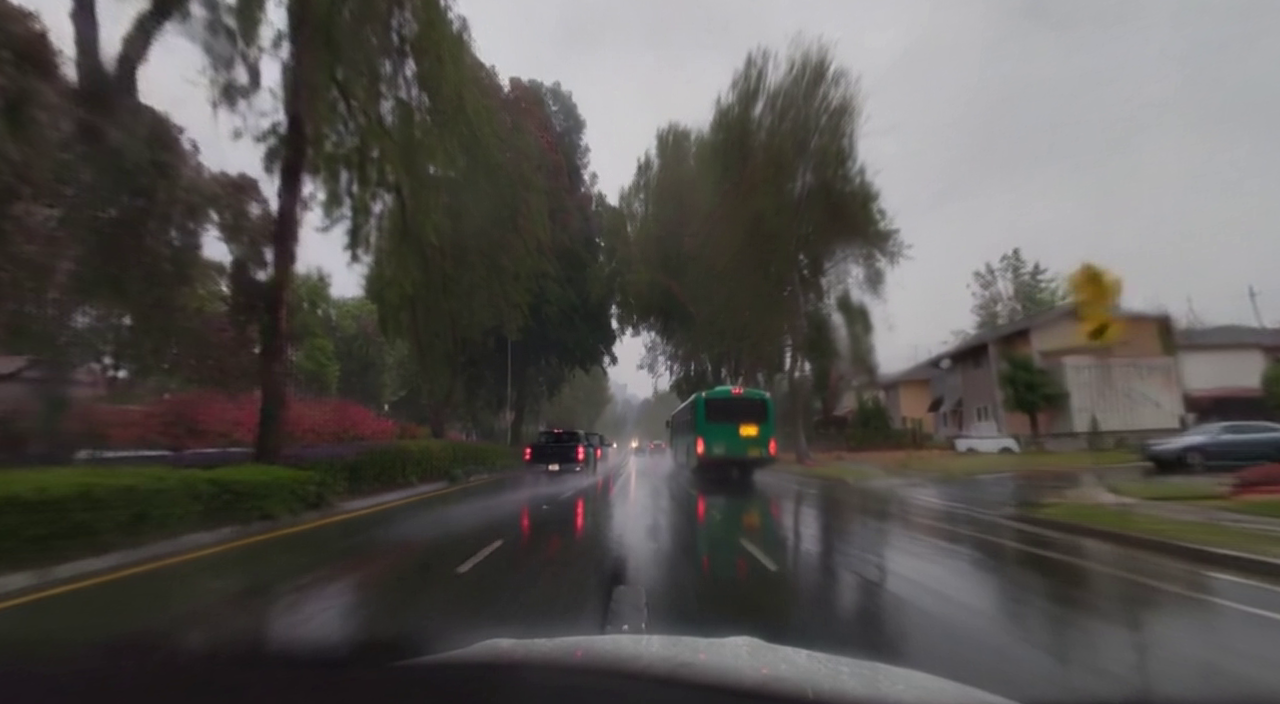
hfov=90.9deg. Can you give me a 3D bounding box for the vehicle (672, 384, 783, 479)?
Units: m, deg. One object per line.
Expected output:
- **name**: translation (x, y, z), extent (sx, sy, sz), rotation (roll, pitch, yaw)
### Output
- **vehicle**: translation (3.332, 3.641, 27.990), extent (3.059, 3.264, 12.623), rotation (0, -8, 0)

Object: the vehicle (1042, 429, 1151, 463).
- **vehicle**: translation (21.843, 4.546, 30.429), extent (1.905, 1.481, 4.731), rotation (-1, -8, 3)

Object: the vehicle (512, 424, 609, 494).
- **vehicle**: translation (-2.255, 3.225, 19.424), extent (2.074, 1.849, 5.137), rotation (-1, -8, 3)

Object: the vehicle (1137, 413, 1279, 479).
- **vehicle**: translation (16.677, 2.645, 17.831), extent (1.972, 1.648, 4.016), rotation (-1, -8, 2)

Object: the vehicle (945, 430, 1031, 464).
- **vehicle**: translation (16.545, 4.584, 30.264), extent (1.797, 1.455, 4.342), rotation (-2, -9, 3)
